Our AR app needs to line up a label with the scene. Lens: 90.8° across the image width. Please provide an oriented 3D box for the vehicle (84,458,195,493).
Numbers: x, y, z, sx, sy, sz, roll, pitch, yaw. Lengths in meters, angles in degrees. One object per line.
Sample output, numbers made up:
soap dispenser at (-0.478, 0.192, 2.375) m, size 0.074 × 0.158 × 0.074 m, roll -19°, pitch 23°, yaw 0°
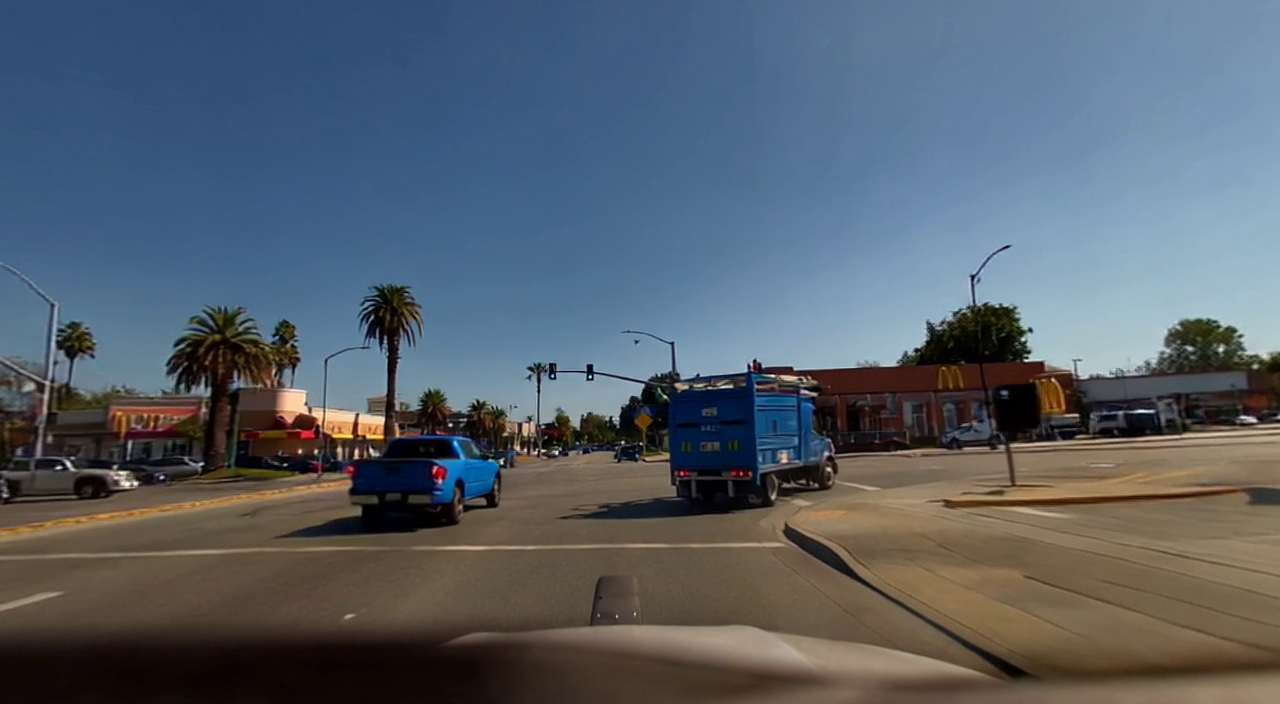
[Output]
vehicle at (-27.680, 6.825, 35.036) m, size 4.583 × 1.556 × 1.893 m, roll -3°, pitch -6°, yaw -1°

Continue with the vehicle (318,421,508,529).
vehicle at (-4.205, 2.354, 12.687) m, size 2.102 × 1.744 × 4.630 m, roll 0°, pitch -8°, yaw 0°

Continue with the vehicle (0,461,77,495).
vehicle at (-39.585, 8.204, 41.085) m, size 4.136 × 1.863 × 1.785 m, roll -3°, pitch -8°, yaw -1°

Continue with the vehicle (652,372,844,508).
vehicle at (3.096, 2.348, 16.881) m, size 2.463 × 2.954 × 5.938 m, roll -6°, pitch -10°, yaw 37°

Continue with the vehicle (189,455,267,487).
vehicle at (-25.996, 7.493, 39.924) m, size 3.721 × 1.450 × 1.824 m, roll -7°, pitch -7°, yaw 1°
